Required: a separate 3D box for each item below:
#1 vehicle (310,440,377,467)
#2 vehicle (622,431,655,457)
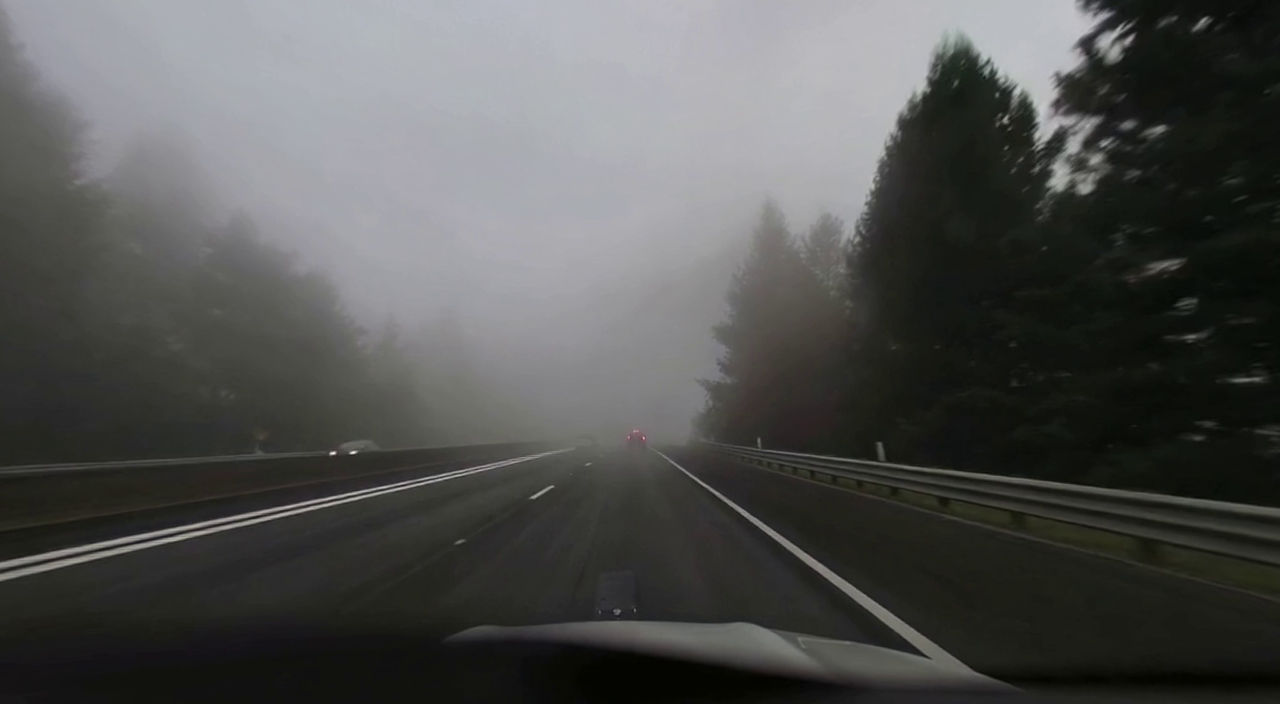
[{"bbox_3d":[-17.534,6.004,37.521,1.935,1.459,4.250,0,-8,0],"label":"vehicle"},{"bbox_3d":[-0.110,6.185,42.371,2.134,1.654,4.174,0,-8,0],"label":"vehicle"}]
